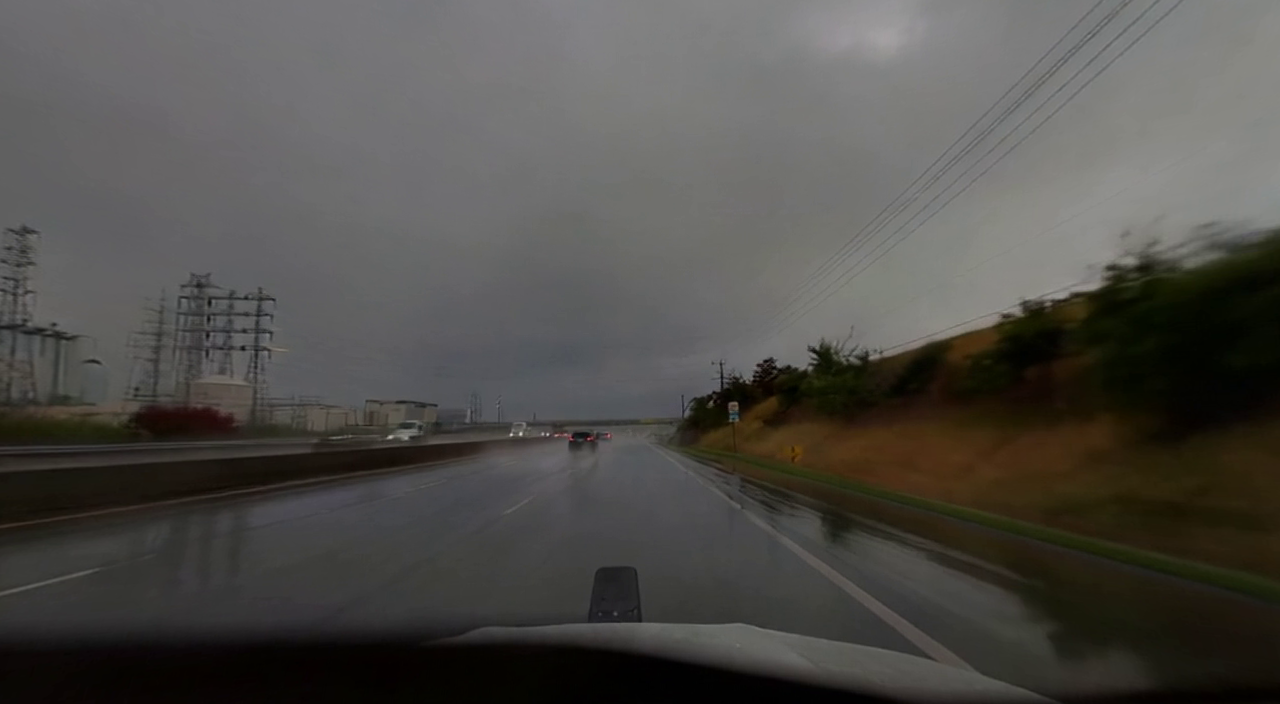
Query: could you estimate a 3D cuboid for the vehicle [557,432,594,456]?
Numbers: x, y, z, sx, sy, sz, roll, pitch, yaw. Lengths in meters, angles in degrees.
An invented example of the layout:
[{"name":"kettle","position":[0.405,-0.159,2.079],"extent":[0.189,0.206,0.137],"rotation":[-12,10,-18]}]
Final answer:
[{"name":"vehicle","position":[-4.005,5.796,39.800],"extent":[1.952,1.462,3.969],"rotation":[0,-8,-1]}]
